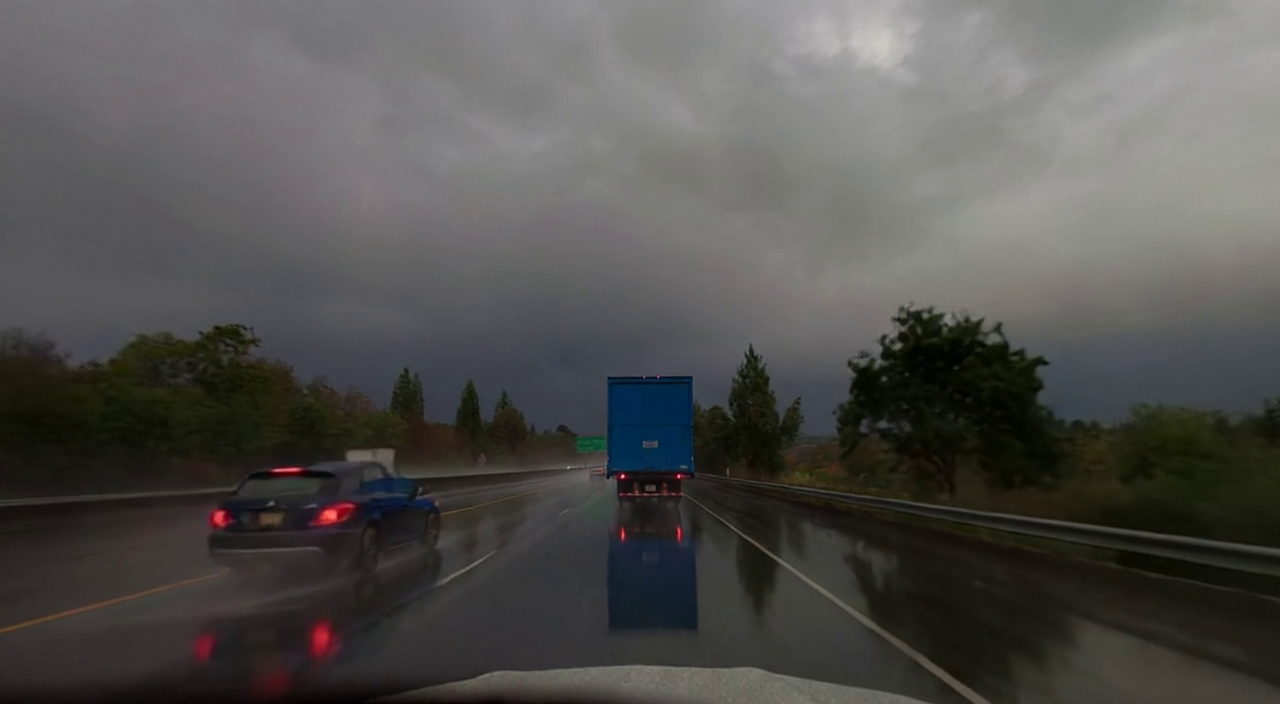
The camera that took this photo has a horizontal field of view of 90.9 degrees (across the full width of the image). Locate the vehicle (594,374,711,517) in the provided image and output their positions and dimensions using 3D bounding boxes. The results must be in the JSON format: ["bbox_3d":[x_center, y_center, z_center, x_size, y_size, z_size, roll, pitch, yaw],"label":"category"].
[{"bbox_3d":[0.320,3.262,21.123,3.008,3.678,9.512,1,-10,0],"label":"vehicle"}]

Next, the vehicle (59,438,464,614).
[{"bbox_3d":[-4.014,1.969,8.011,2.079,1.506,4.821,0,-10,1],"label":"vehicle"}]
